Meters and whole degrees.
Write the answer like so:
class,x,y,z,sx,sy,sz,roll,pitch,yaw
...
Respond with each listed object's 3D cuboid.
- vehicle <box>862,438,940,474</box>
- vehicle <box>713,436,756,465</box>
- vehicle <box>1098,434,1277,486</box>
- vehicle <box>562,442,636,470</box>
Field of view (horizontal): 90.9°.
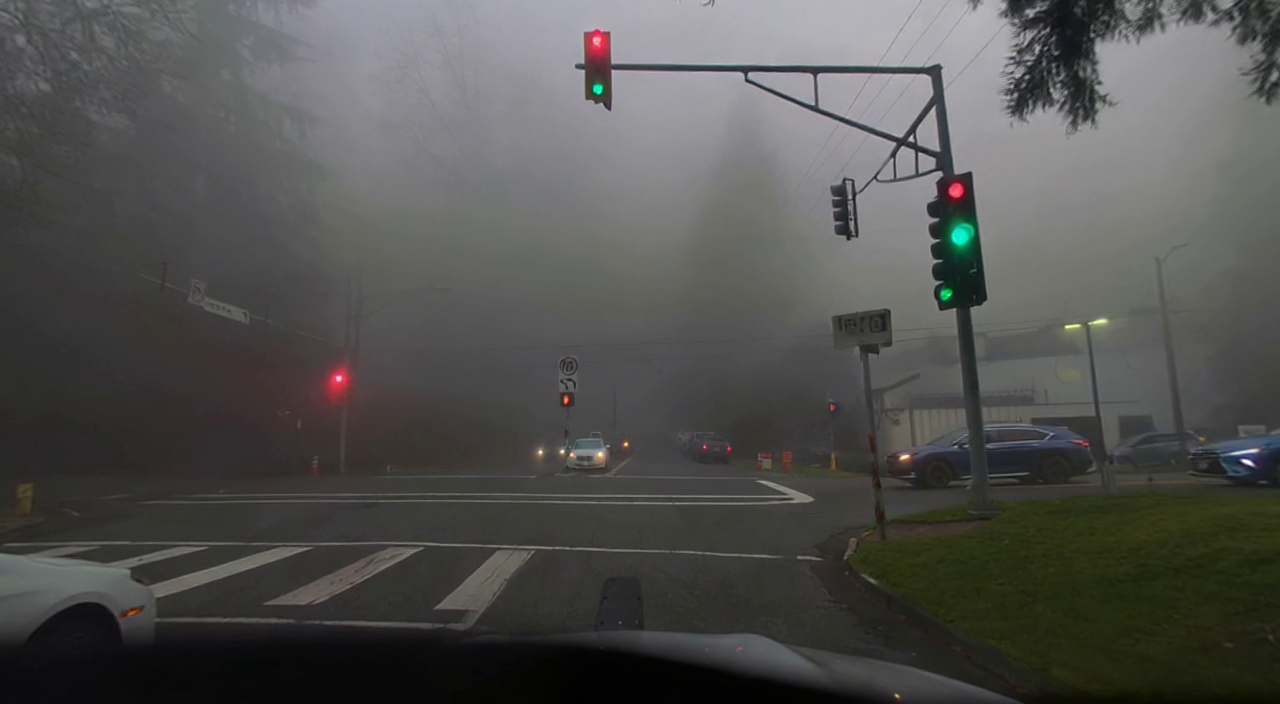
class,x,y,z,sx,sy,sz,roll,pitch,yaw
vehicle,12.397,5.041,30.269,1.922,1.529,3.964,0,-12,-1
vehicle,6.921,7.189,46.184,1.491,2.041,2.964,6,-9,-33
vehicle,16.807,3.321,19.510,3.876,1.512,1.784,0,-8,-1
vehicle,-2.448,6.152,37.556,3.991,1.526,1.868,-4,-9,30
